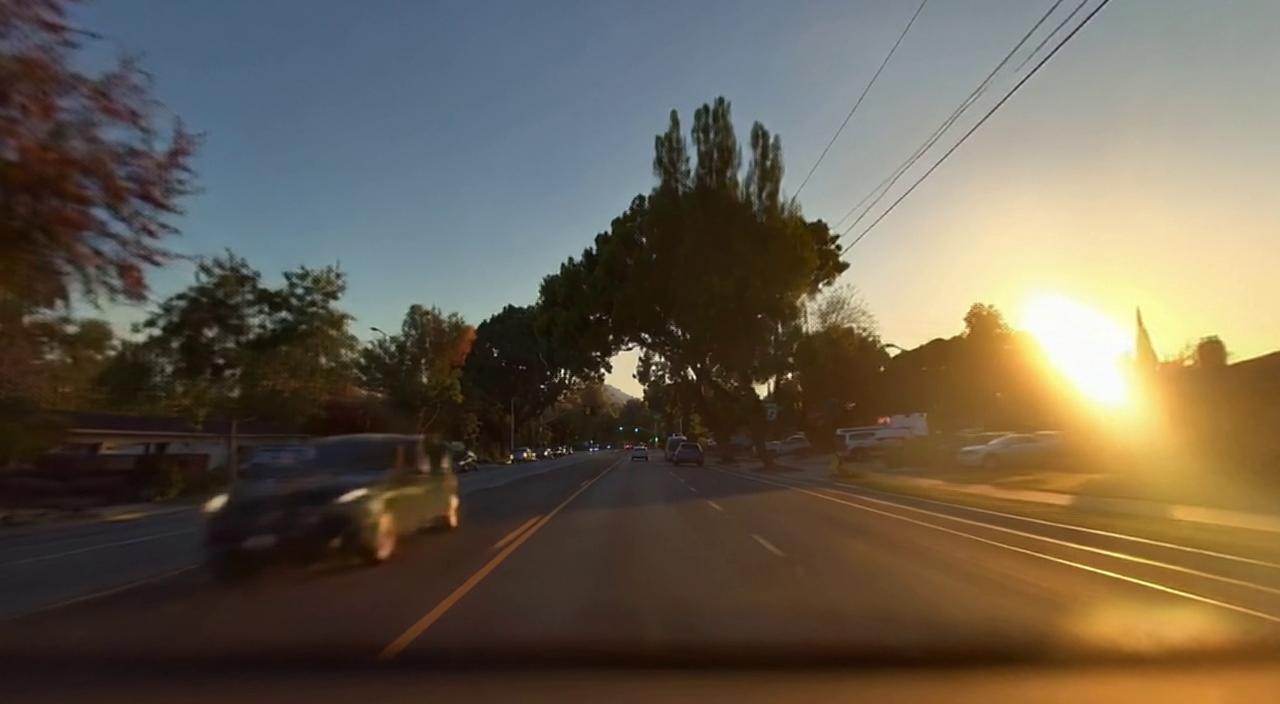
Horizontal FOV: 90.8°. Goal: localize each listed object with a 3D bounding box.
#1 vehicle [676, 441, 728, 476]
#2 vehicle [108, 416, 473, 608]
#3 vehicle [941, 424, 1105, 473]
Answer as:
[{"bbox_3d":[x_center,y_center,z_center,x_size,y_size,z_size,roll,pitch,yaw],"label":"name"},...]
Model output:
[{"bbox_3d":[2.928,5.146,30.751,1.983,1.557,4.078,0,-8,-2],"label":"vehicle"},{"bbox_3d":[-3.692,1.745,7.853,2.076,1.688,4.284,0,-8,0],"label":"vehicle"},{"bbox_3d":[12.600,3.208,21.024,4.183,1.516,1.884,-1,-8,2],"label":"vehicle"}]
